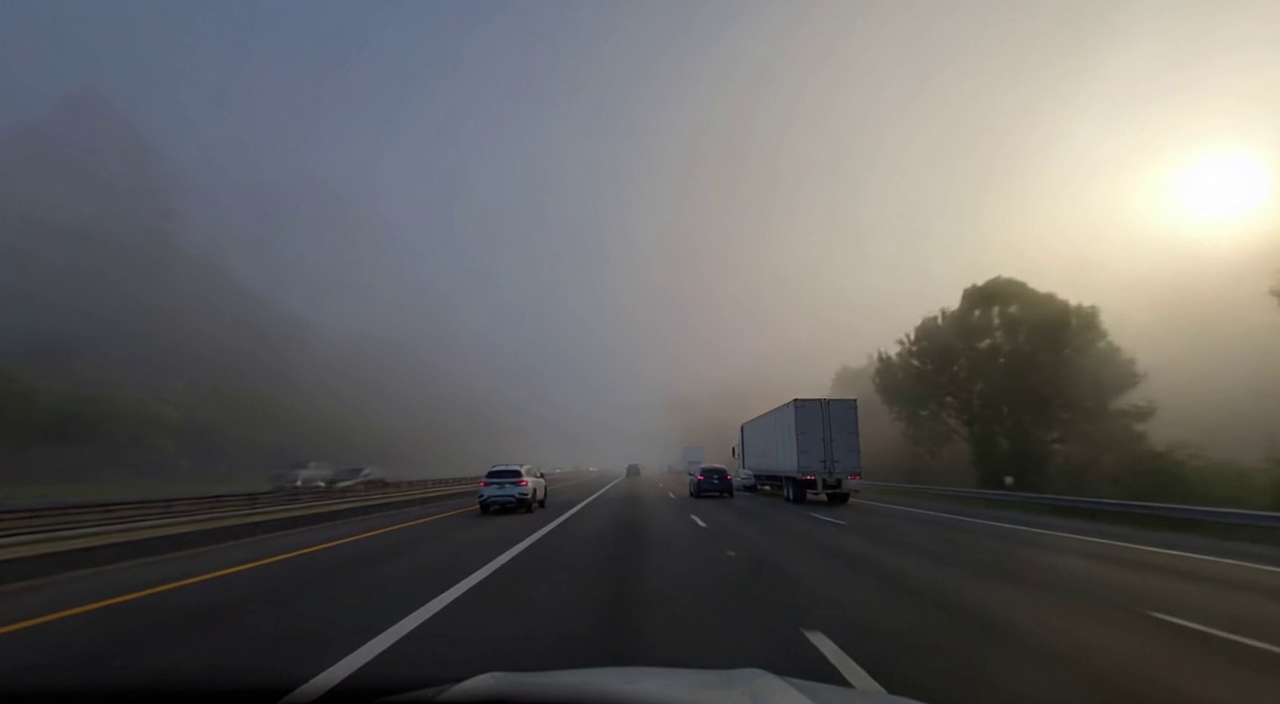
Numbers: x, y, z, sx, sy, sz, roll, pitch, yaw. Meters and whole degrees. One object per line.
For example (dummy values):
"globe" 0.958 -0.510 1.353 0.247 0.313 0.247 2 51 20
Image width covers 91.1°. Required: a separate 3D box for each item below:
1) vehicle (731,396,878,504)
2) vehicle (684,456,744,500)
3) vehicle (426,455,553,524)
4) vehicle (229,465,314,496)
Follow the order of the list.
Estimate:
"vehicle" 7.567 5.325 32.898 2.861 4.086 17.499 1 -10 -1
"vehicle" 3.186 5.561 27.936 2.050 1.708 4.457 1 -10 -1
"vehicle" -3.728 3.531 16.556 2.065 1.485 4.682 1 -10 1
"vehicle" -18.684 6.521 32.101 1.820 1.466 4.099 1 -10 0
